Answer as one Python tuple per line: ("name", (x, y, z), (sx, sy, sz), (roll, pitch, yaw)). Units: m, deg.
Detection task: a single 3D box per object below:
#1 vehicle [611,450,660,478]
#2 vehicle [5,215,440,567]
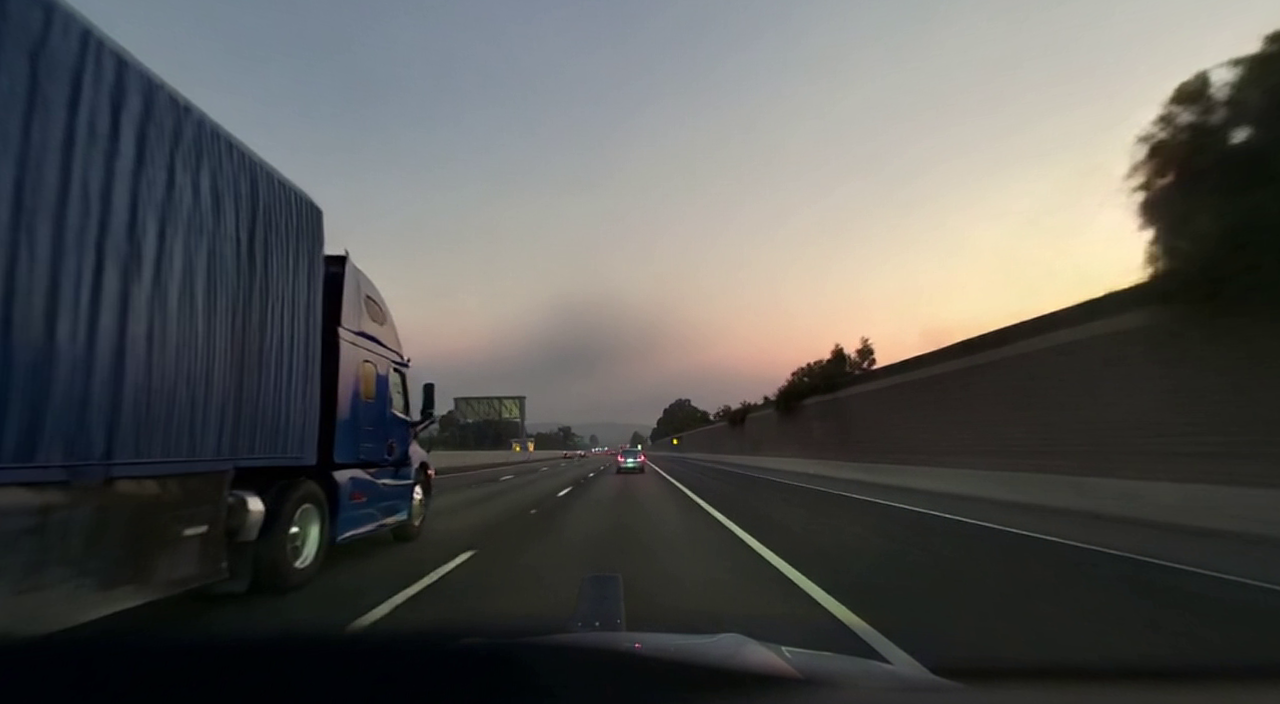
("vehicle", (-0.259, 5.921, 33.449), (2.398, 1.336, 5.698), (0, -9, -1))
("vehicle", (-4.209, 0.474, 7.092), (3.036, 3.291, 2.419), (0, -9, -2))
